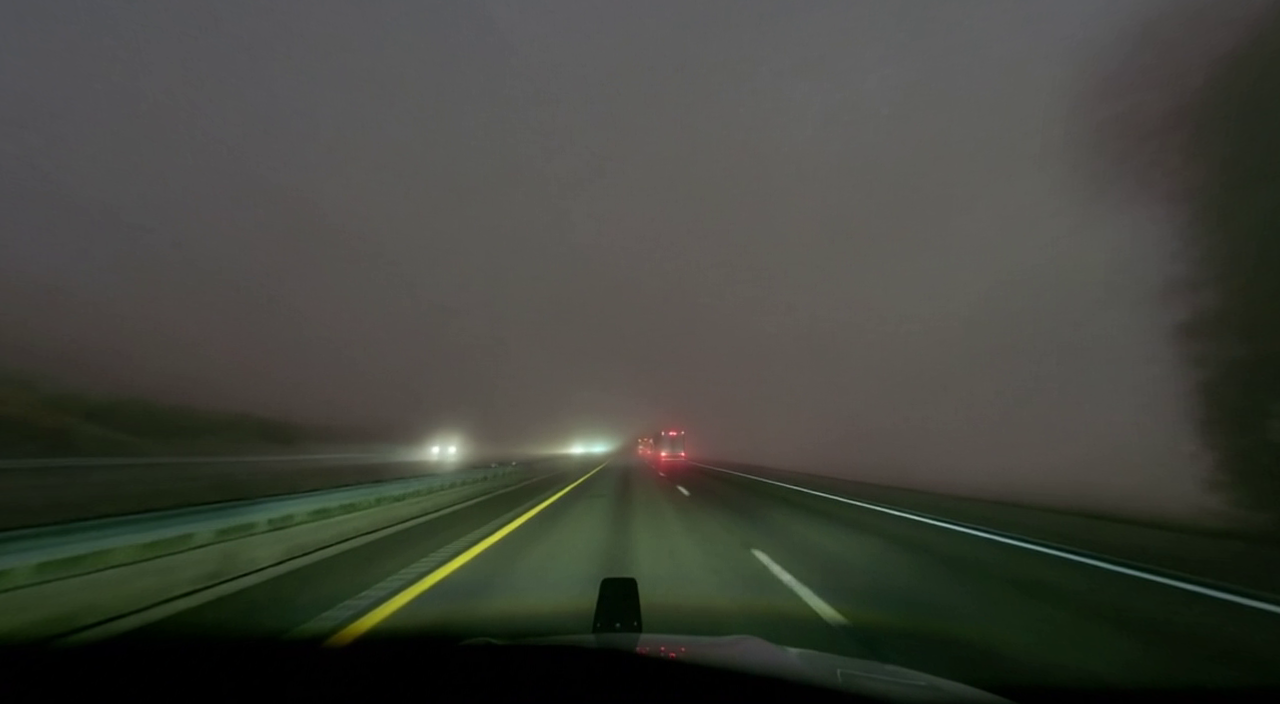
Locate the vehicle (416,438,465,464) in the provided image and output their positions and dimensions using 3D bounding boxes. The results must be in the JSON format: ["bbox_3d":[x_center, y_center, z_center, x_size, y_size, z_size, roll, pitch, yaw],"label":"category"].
[{"bbox_3d":[-13.910,6.952,44.052,2.013,1.690,4.217,0,-9,0],"label":"vehicle"}]
